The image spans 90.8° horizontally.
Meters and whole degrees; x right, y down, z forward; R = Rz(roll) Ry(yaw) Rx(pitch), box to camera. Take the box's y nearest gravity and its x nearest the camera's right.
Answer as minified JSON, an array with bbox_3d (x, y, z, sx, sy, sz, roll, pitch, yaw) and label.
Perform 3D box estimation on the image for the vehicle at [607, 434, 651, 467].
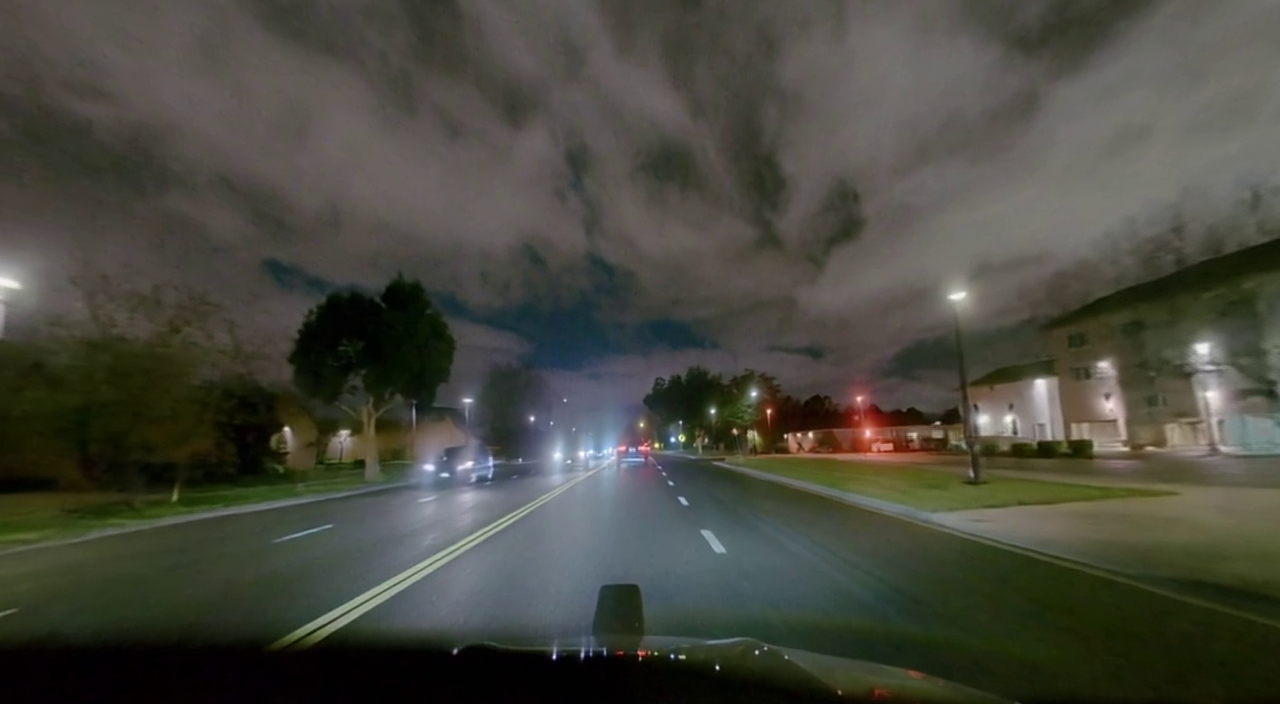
[{"bbox_3d":[-0.617,6.176,39.596,2.554,1.902,5.329,0,-9,1],"label":"vehicle"}]

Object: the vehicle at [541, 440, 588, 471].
[{"bbox_3d":[-4.215,5.878,36.065,2.115,1.638,4.098,0,-9,1],"label":"vehicle"}]

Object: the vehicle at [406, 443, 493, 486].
[{"bbox_3d":[-7.969,4.746,27.010,2.211,1.608,4.942,-1,-9,0],"label":"vehicle"}]
